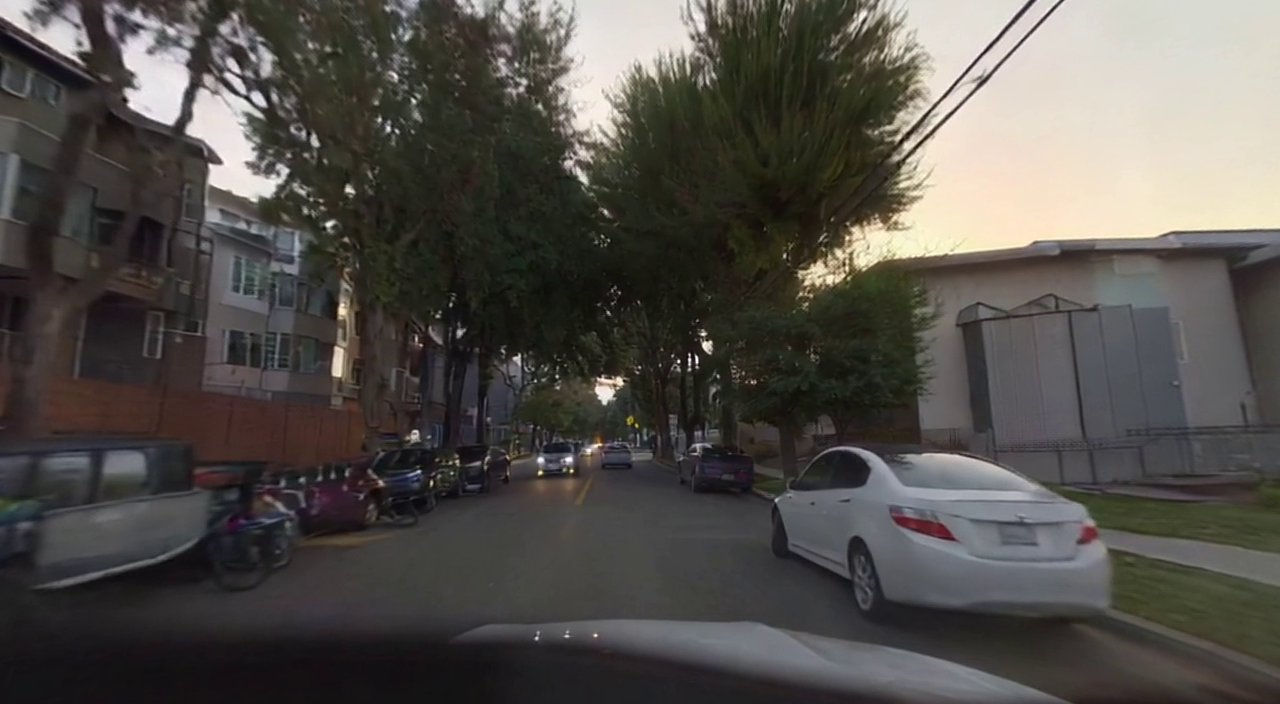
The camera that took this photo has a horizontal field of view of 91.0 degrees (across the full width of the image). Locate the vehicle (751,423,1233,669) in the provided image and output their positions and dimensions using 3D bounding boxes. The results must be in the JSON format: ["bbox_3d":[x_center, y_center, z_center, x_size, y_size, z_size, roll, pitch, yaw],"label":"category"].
[{"bbox_3d":[2.587,1.523,6.124,2.086,1.498,4.280,1,-8,-2],"label":"vehicle"}]

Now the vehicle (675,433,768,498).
[{"bbox_3d":[2.094,3.071,17.351,1.861,1.558,3.823,1,-8,-3],"label":"vehicle"}]

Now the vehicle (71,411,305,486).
[{"bbox_3d":[-11.310,2.449,16.044,4.356,1.761,1.963,1,-8,-2],"label":"vehicle"}]

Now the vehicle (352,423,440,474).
[{"bbox_3d":[-9.604,3.779,25.197,2.010,1.747,4.266,0,-5,-3],"label":"vehicle"}]

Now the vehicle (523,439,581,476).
[{"bbox_3d":[-3.705,4.509,27.153,1.955,1.463,4.323,0,-8,-1],"label":"vehicle"}]

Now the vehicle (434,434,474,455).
[{"bbox_3d":[-13.573,6.779,46.182,1.882,1.488,3.998,1,-8,-3],"label":"vehicle"}]

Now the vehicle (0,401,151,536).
[{"bbox_3d":[-9.004,1.504,8.418,1.845,1.687,4.009,0,-5,-3],"label":"vehicle"}]

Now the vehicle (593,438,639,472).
[{"bbox_3d":[-1.163,4.896,30.237,2.095,1.510,3.605,1,-8,-3],"label":"vehicle"}]

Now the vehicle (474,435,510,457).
[{"bbox_3d":[-10.838,6.903,46.306,1.948,1.543,3.829,1,-8,-4],"label":"vehicle"}]
